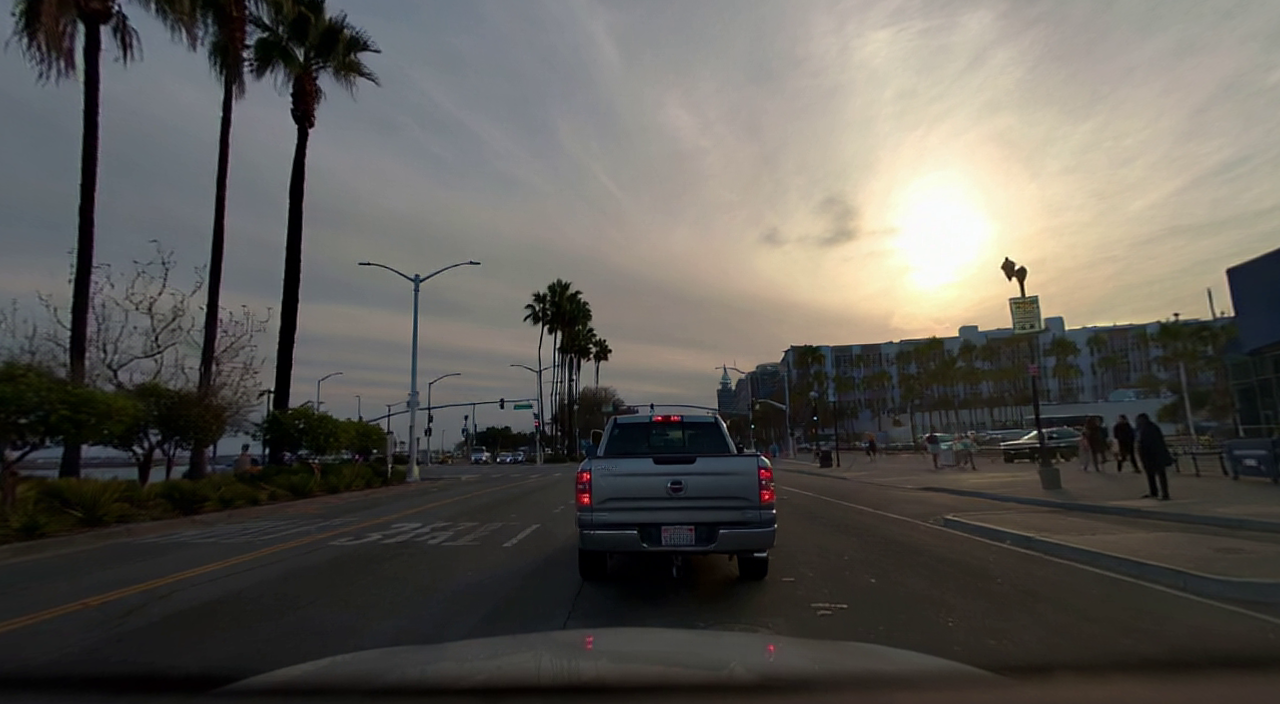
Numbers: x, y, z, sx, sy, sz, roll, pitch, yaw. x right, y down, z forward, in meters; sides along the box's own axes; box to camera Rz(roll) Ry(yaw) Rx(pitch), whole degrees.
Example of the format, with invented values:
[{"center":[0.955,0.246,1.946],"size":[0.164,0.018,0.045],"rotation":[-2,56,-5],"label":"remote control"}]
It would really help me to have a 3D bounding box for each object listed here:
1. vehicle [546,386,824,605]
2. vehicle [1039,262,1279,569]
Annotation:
[{"center":[0.408,1.590,7.984],"size":[2.311,1.819,5.255],"rotation":[0,-8,1],"label":"vehicle"},{"center":[7.913,0.892,8.615],"size":[2.666,3.345,3.622],"rotation":[-1,-9,8],"label":"vehicle"}]
